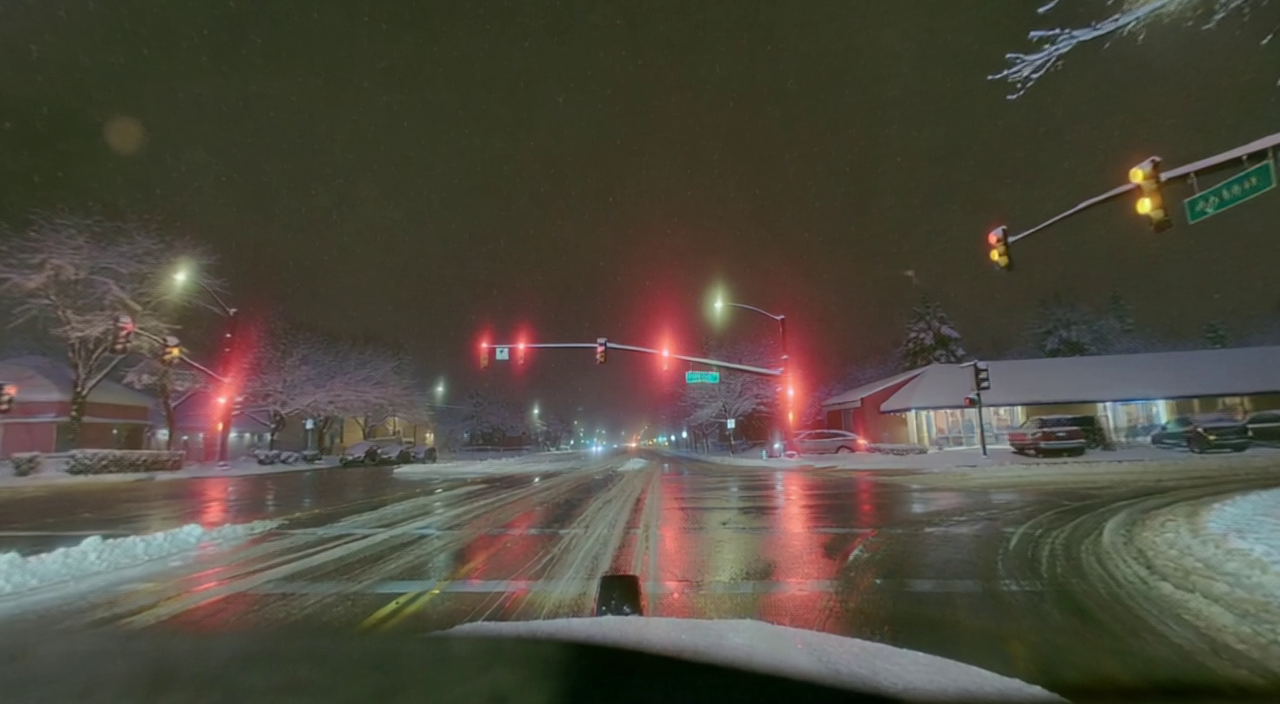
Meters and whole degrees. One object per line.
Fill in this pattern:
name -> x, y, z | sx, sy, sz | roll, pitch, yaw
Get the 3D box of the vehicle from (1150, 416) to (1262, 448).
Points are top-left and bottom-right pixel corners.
vehicle -> 28.286, 4.077, 31.721 | 1.799, 1.459, 4.266 | 0, -8, 3
